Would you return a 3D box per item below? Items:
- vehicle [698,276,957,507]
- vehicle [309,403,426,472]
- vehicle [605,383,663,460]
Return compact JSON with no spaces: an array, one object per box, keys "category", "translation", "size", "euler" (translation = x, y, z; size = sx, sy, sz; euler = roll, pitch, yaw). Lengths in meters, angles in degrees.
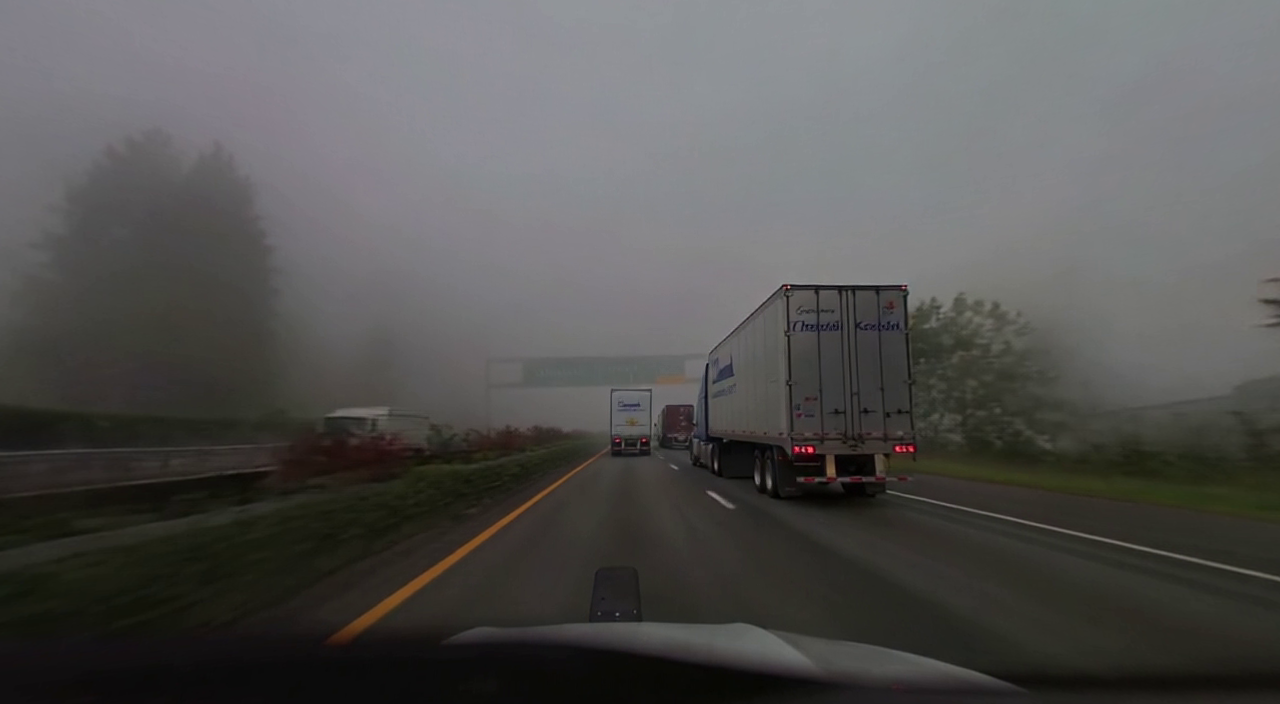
[{"category":"vehicle","translation":[3.988,1.637,18.502],"size":[2.856,4.145,14.500],"euler":[0,-8,-1]},{"category":"vehicle","translation":[-13.099,4.211,31.033],"size":[2.765,2.984,6.749],"euler":[0,-8,0]},{"category":"vehicle","translation":[-0.370,4.254,37.588],"size":[2.958,3.917,10.196],"euler":[0,-8,-1]}]
